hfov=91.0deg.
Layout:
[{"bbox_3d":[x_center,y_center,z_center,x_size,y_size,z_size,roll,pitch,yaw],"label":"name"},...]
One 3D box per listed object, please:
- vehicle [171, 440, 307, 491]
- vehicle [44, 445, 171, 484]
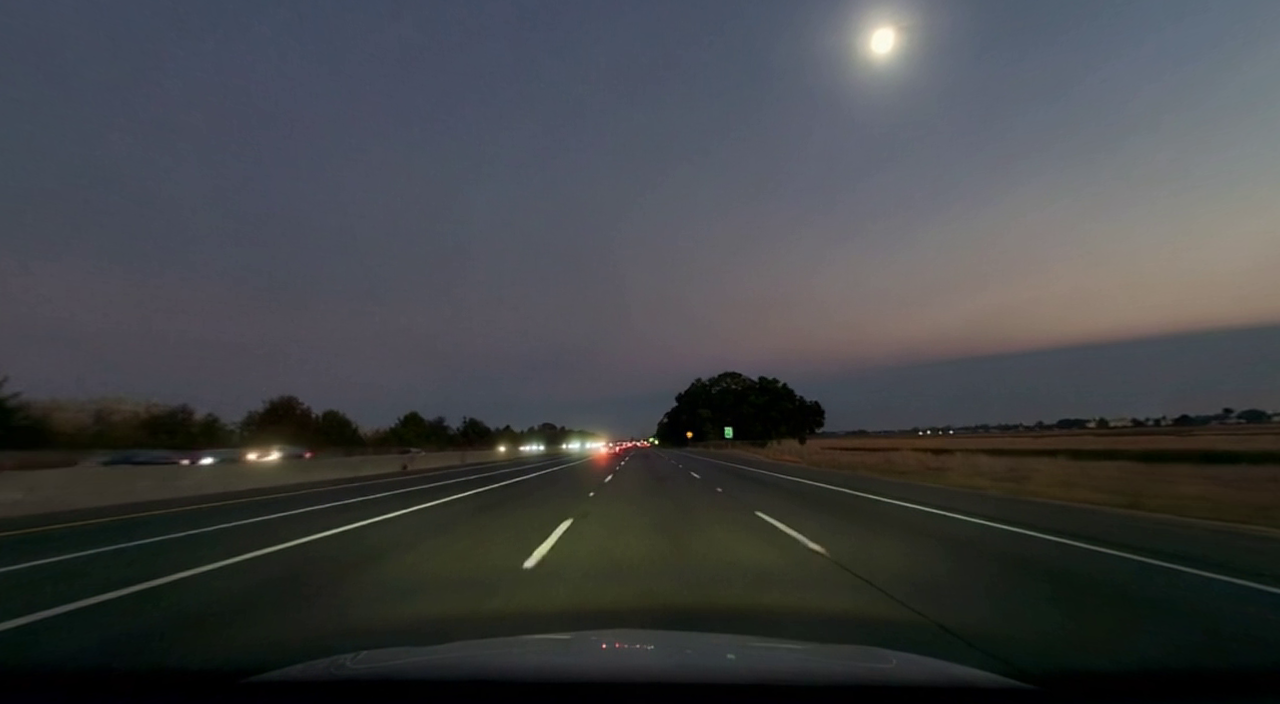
[{"bbox_3d":[-16.452,4.635,26.277,2.103,1.793,5.213,-3,-8,2],"label":"vehicle"},{"bbox_3d":[-24.857,5.253,29.676,1.933,1.674,4.573,0,-8,0],"label":"vehicle"}]
